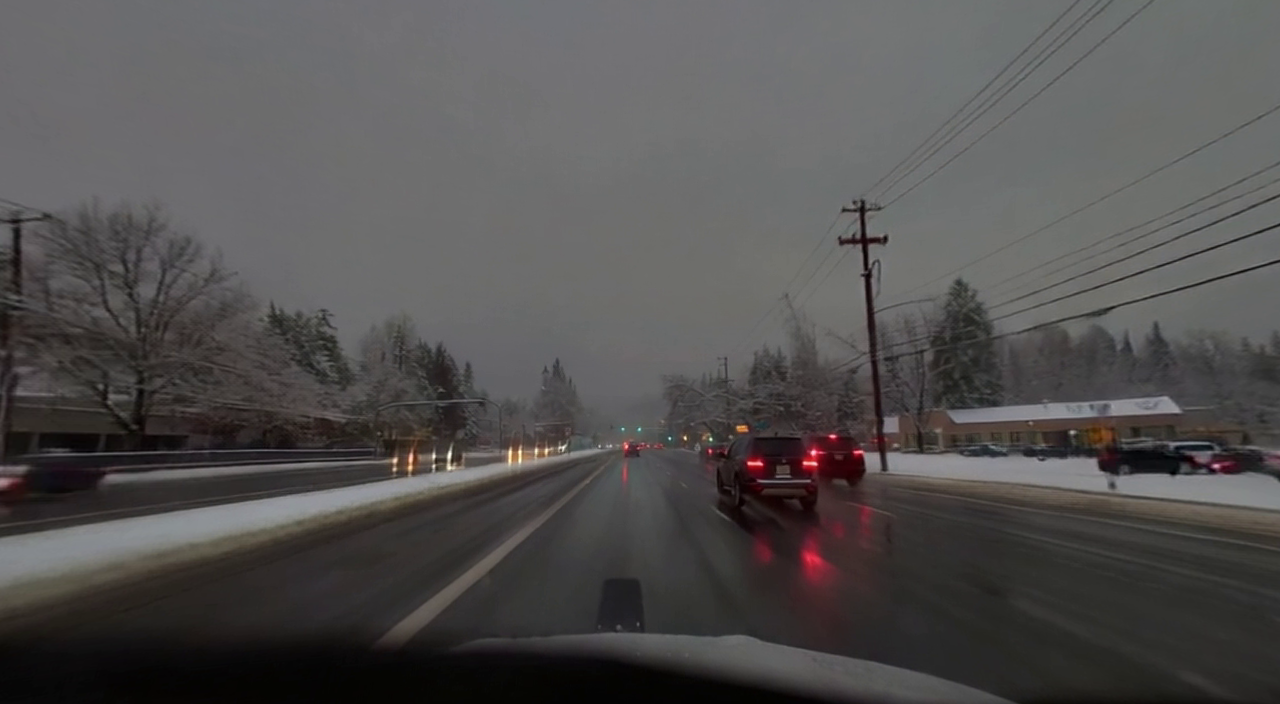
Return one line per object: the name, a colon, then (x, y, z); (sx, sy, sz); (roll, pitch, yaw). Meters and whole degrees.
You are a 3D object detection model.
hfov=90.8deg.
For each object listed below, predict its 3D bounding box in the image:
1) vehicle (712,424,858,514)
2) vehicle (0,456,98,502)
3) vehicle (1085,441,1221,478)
vehicle: (3.012, 2.556, 14.226); (2.128, 1.699, 4.222); (0, -9, -2)
vehicle: (-23.309, 4.726, 23.572); (1.985, 1.511, 4.772); (-3, -8, -1)
vehicle: (25.012, 5.257, 30.969); (4.798, 1.699, 2.039); (0, -9, 1)
